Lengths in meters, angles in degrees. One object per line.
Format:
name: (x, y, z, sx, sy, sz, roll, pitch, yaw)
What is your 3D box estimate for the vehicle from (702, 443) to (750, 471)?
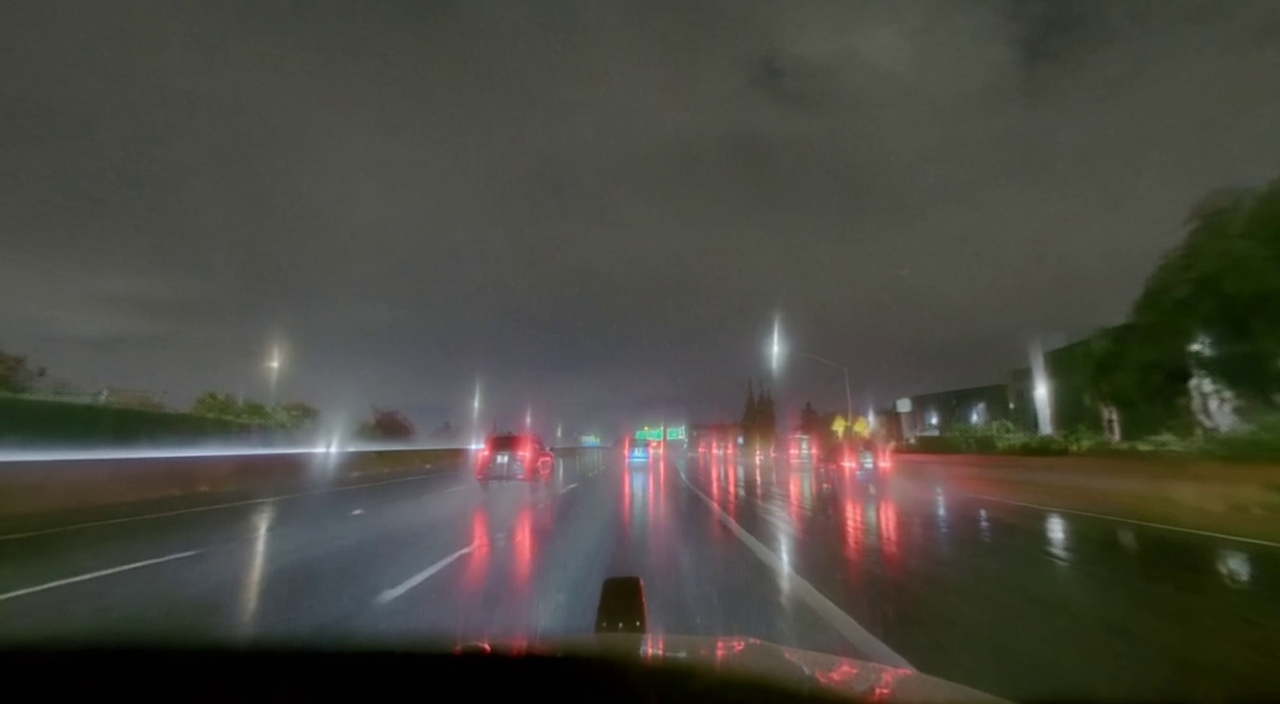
vehicle: (4.655, 5.747, 34.641, 2.005, 1.456, 4.287, 0, -9, 0)

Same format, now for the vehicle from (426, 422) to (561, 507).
vehicle: (-3.340, 2.700, 15.401, 2.142, 1.759, 4.297, 0, -9, 2)

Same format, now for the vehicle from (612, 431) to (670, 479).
vehicle: (0.061, 4.400, 27.146, 2.270, 1.862, 4.949, 0, -9, 1)

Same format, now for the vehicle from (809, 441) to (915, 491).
vehicle: (7.264, 3.766, 21.139, 1.936, 1.480, 4.373, 0, -9, 0)
